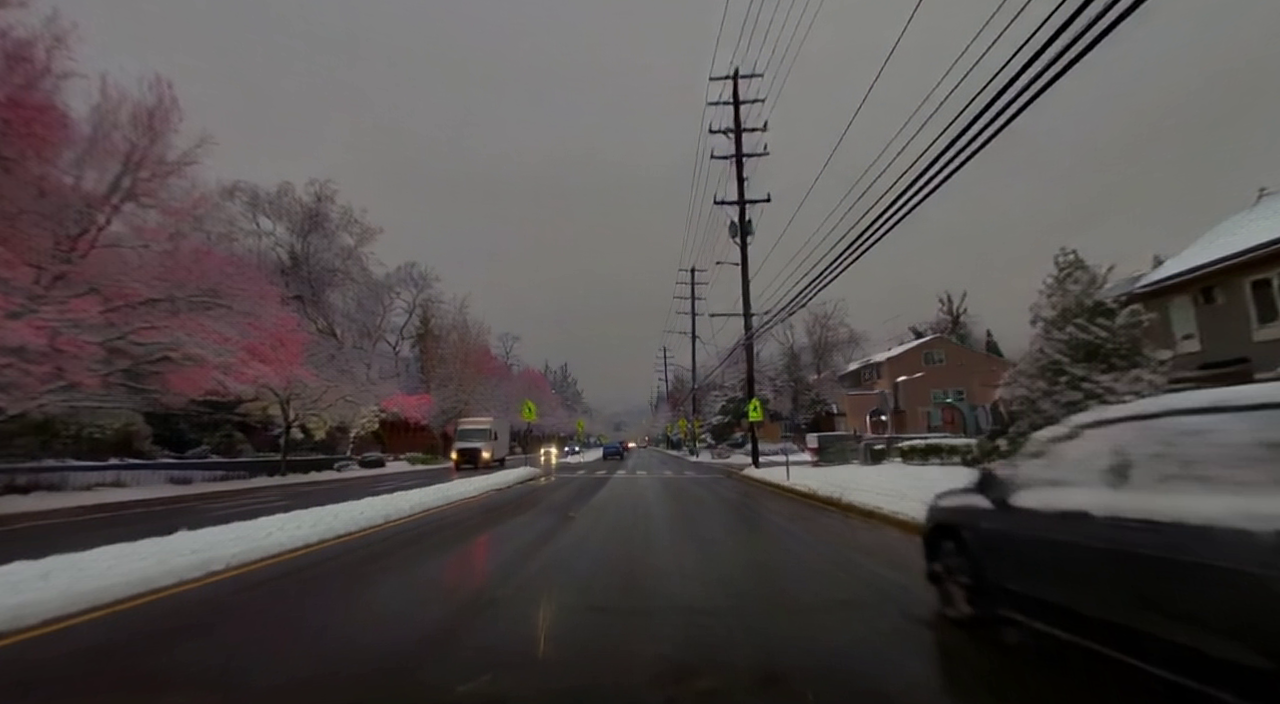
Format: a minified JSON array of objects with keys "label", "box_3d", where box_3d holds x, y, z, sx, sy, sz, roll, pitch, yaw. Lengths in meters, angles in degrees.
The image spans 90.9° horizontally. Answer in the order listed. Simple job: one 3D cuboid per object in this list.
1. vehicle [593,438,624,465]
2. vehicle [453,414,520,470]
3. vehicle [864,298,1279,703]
[{"label":"vehicle","box_3d":[-2.355,7.685,48.810,2.202,1.961,4.980,0,-9,0]},{"label":"vehicle","box_3d":[-10.750,6.447,45.001,2.836,3.663,7.511,0,-9,1]},{"label":"vehicle","box_3d":[3.516,0.940,3.567,2.280,1.904,5.779,0,-9,-1]}]
